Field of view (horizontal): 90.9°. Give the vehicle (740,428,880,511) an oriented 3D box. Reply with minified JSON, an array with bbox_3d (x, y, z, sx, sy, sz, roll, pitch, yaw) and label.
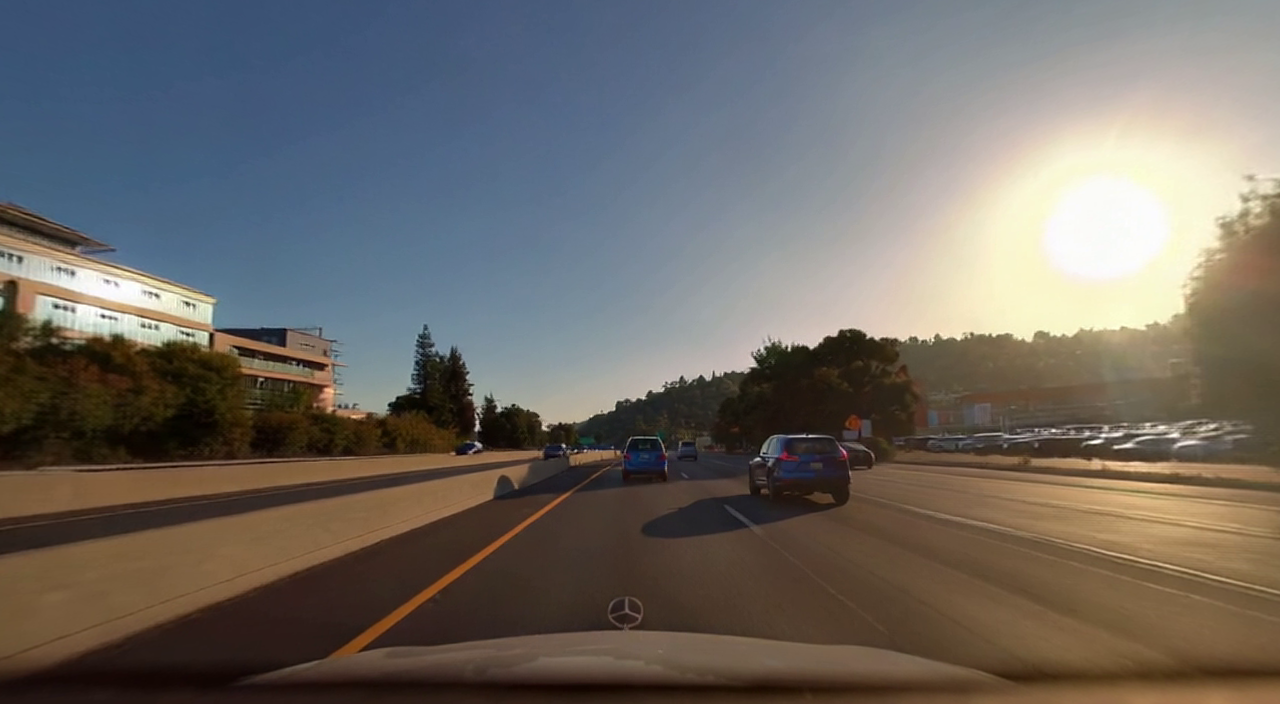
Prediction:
[{"bbox_3d":[3.618,2.577,14.294,2.042,1.592,4.047,0,-8,0],"label":"vehicle"}]

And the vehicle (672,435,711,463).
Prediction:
[{"bbox_3d":[3.755,7.184,46.834,2.328,1.987,5.440,0,-8,-1],"label":"vehicle"}]

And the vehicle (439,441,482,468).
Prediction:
[{"bbox_3d":[-14.076,8.081,49.798,2.097,1.967,4.612,-1,-8,0],"label":"vehicle"}]

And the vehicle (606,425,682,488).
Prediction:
[{"bbox_3d":[0.139,3.483,21.319,2.290,1.862,4.454,0,-8,0],"label":"vehicle"}]

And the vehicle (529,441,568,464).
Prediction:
[{"bbox_3d":[-6.890,7.635,47.955,2.201,1.622,4.716,0,-8,1],"label":"vehicle"}]
